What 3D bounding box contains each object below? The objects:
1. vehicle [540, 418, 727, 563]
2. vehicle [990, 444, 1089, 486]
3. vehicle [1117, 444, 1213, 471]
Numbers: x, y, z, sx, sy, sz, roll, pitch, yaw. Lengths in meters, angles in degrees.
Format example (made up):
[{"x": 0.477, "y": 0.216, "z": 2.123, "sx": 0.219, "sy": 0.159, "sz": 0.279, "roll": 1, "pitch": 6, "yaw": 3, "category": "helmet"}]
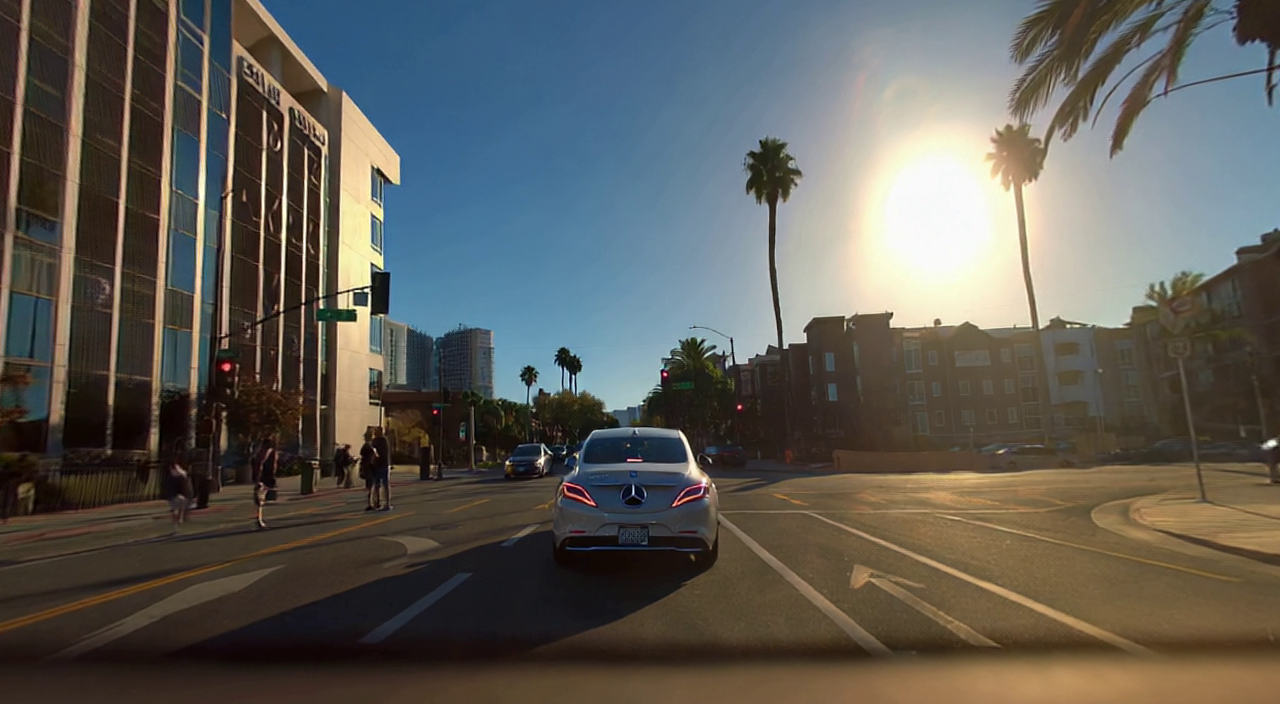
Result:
[{"x": -0.083, "y": 1.877, "z": 9.225, "sx": 2.144, "sy": 1.643, "sz": 3.770, "roll": 0, "pitch": -8, "yaw": 0, "category": "vehicle"}, {"x": 16.633, "y": 4.625, "z": 26.222, "sx": 4.118, "sy": 1.593, "sz": 2.004, "roll": 6, "pitch": -10, "yaw": -36, "category": "vehicle"}, {"x": 32.162, "y": 6.463, "z": 38.761, "sx": 4.234, "sy": 1.613, "sz": 1.812, "roll": 0, "pitch": -8, "yaw": -1, "category": "vehicle"}]
